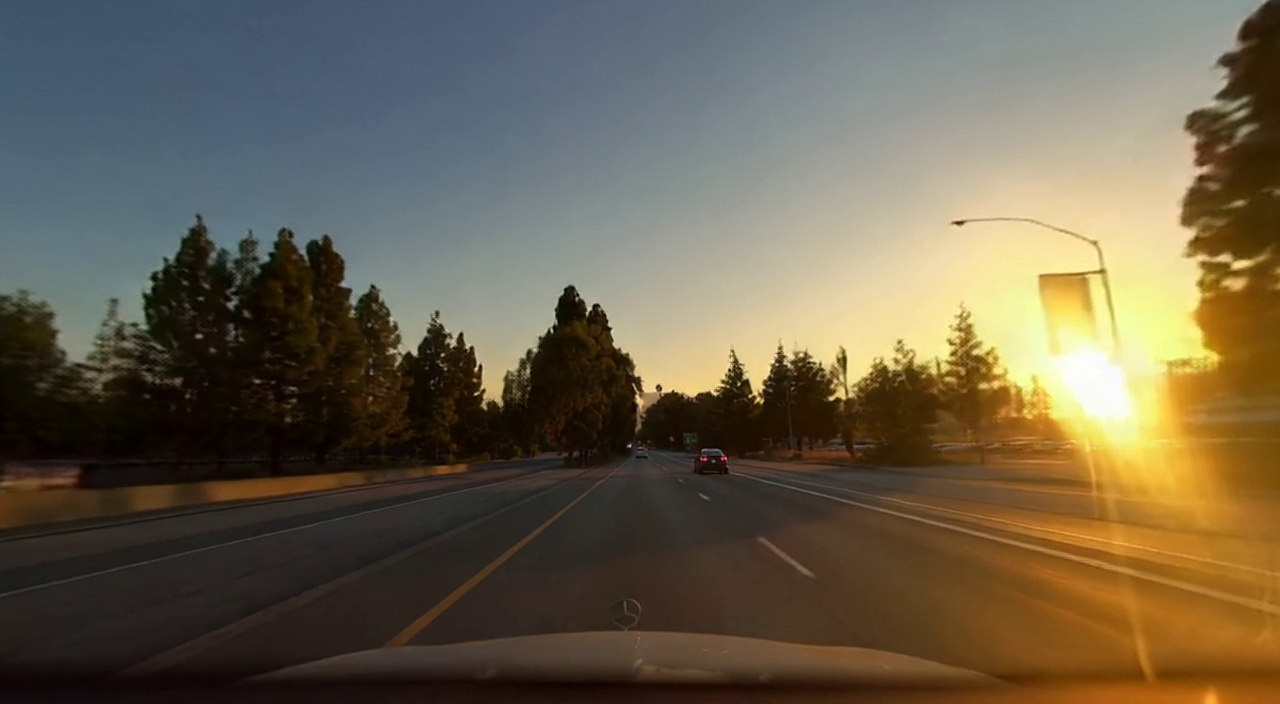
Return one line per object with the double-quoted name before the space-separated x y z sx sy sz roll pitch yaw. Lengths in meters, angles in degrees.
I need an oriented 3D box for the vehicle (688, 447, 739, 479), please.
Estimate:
"vehicle" 3.732 5.741 32.735 2.115 1.522 4.330 0 -9 0
